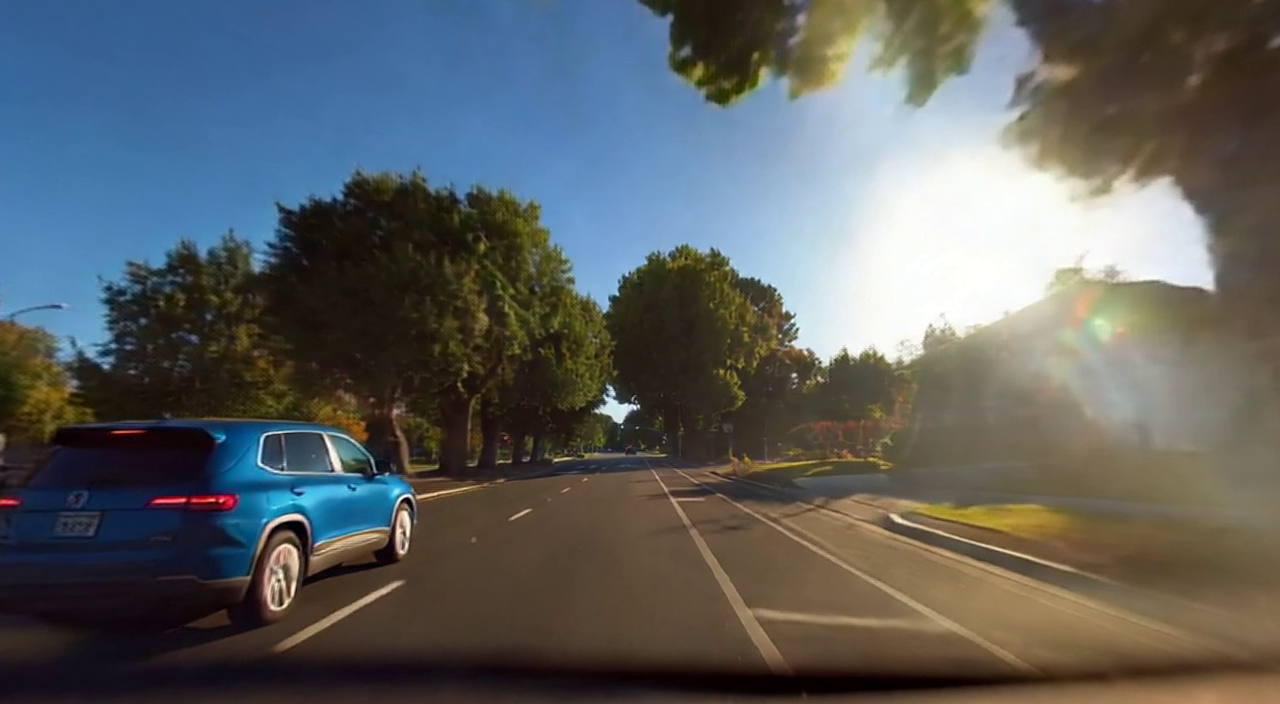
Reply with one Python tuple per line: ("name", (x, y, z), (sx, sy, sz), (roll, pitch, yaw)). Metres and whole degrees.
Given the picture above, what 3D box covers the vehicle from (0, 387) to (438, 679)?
("vehicle", (-3.728, 1.406, 6.022), (2.121, 1.724, 4.392), (0, -9, 0))
